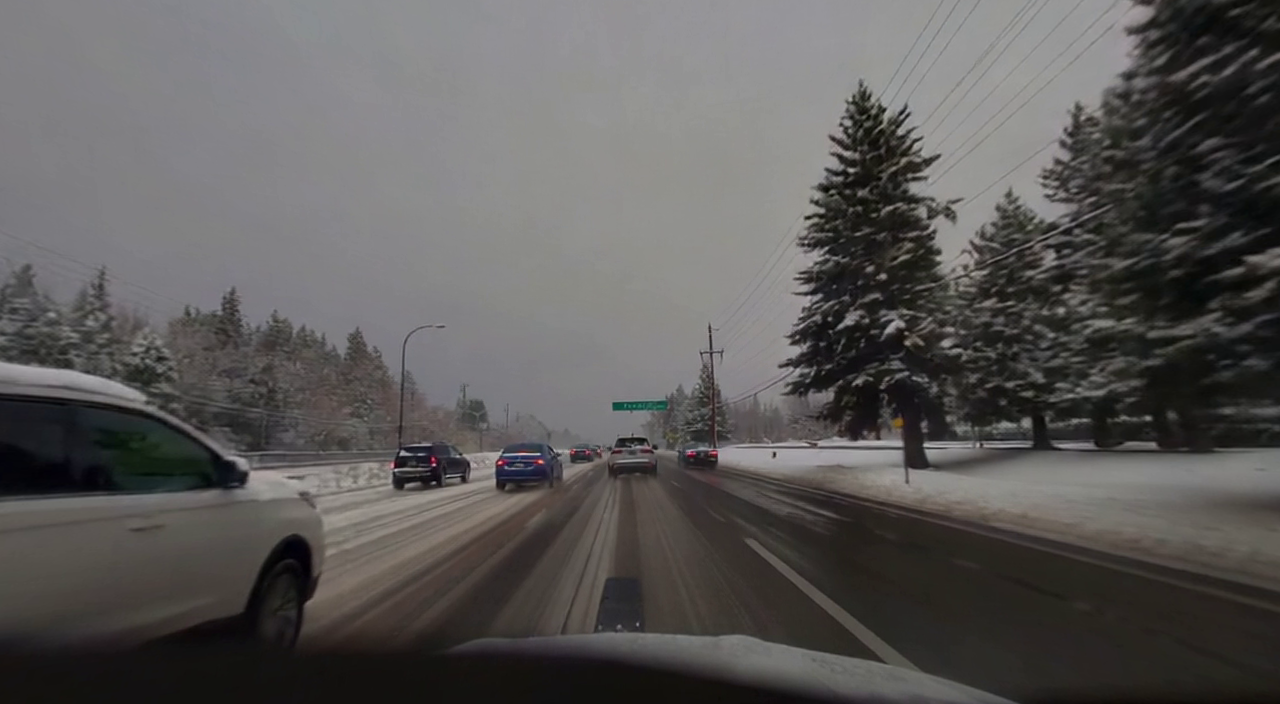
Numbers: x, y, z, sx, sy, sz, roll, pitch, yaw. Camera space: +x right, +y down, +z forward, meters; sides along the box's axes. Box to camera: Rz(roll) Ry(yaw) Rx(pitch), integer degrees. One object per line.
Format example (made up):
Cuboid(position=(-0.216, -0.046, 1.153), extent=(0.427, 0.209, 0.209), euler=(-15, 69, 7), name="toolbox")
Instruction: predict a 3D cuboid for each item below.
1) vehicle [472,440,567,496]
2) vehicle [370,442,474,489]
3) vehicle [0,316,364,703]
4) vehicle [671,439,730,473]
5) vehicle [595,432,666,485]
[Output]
Cuboid(position=(-3.413, 3.356, 18.789), extent=(1.958, 1.447, 4.454), euler=(0, -8, 0), name="vehicle")
Cuboid(position=(-7.311, 3.822, 21.764), extent=(1.959, 1.435, 4.719), euler=(0, -8, -1), name="vehicle")
Cuboid(position=(-3.243, 0.810, 2.424), extent=(2.277, 1.728, 4.661), euler=(0, -8, 0), name="vehicle")
Cuboid(position=(2.818, 4.985, 30.512), extent=(2.197, 1.464, 4.356), euler=(0, -8, -3), name="vehicle")
Cuboid(position=(-0.357, 3.746, 22.518), extent=(2.284, 1.699, 4.168), euler=(0, -8, -1), name="vehicle")
